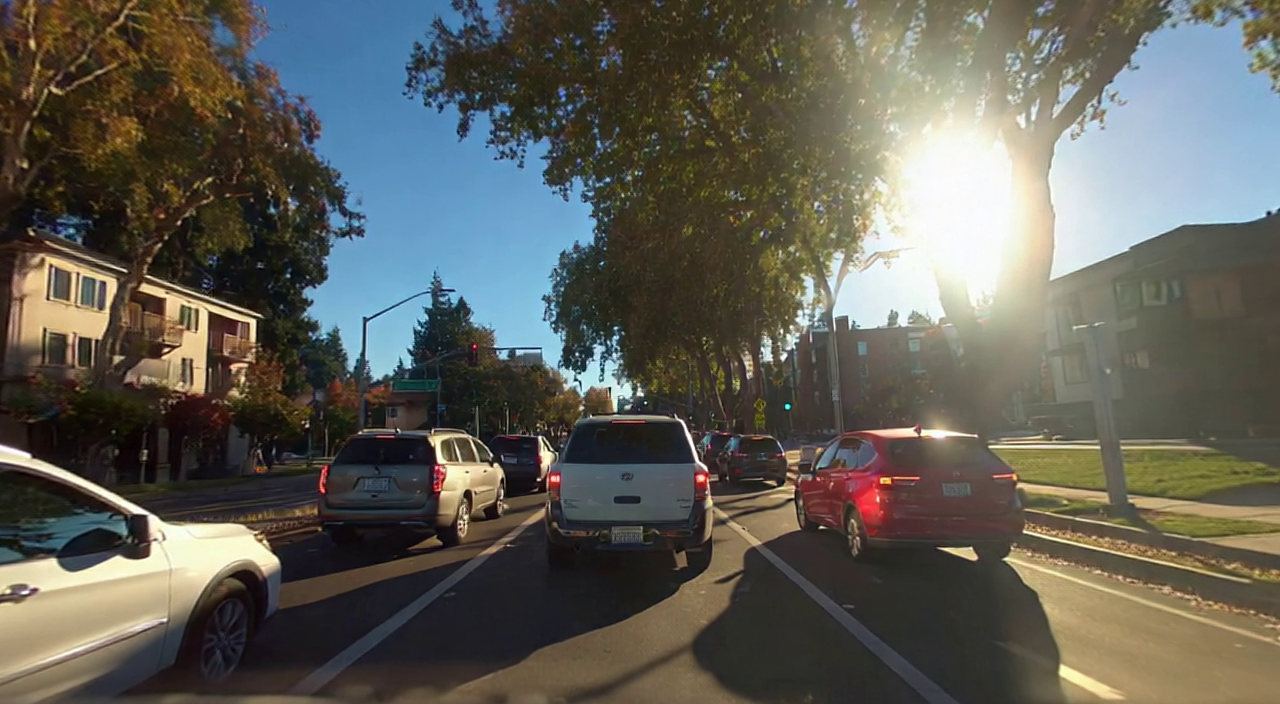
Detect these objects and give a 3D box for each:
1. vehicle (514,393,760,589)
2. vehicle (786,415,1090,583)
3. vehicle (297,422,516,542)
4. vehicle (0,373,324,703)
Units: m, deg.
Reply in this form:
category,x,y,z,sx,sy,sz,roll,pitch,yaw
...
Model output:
category,x,y,z,sx,sy,sz,roll,pitch,yaw
vehicle,-0.008,1.545,7.732,2.193,1.744,4.033,0,-8,1
vehicle,3.262,1.668,7.864,1.922,1.579,3.642,0,-8,-1
vehicle,-3.655,2.119,10.919,2.042,1.641,4.314,0,-8,1
vehicle,-3.781,0.999,3.302,1.929,1.641,4.193,0,-8,2
